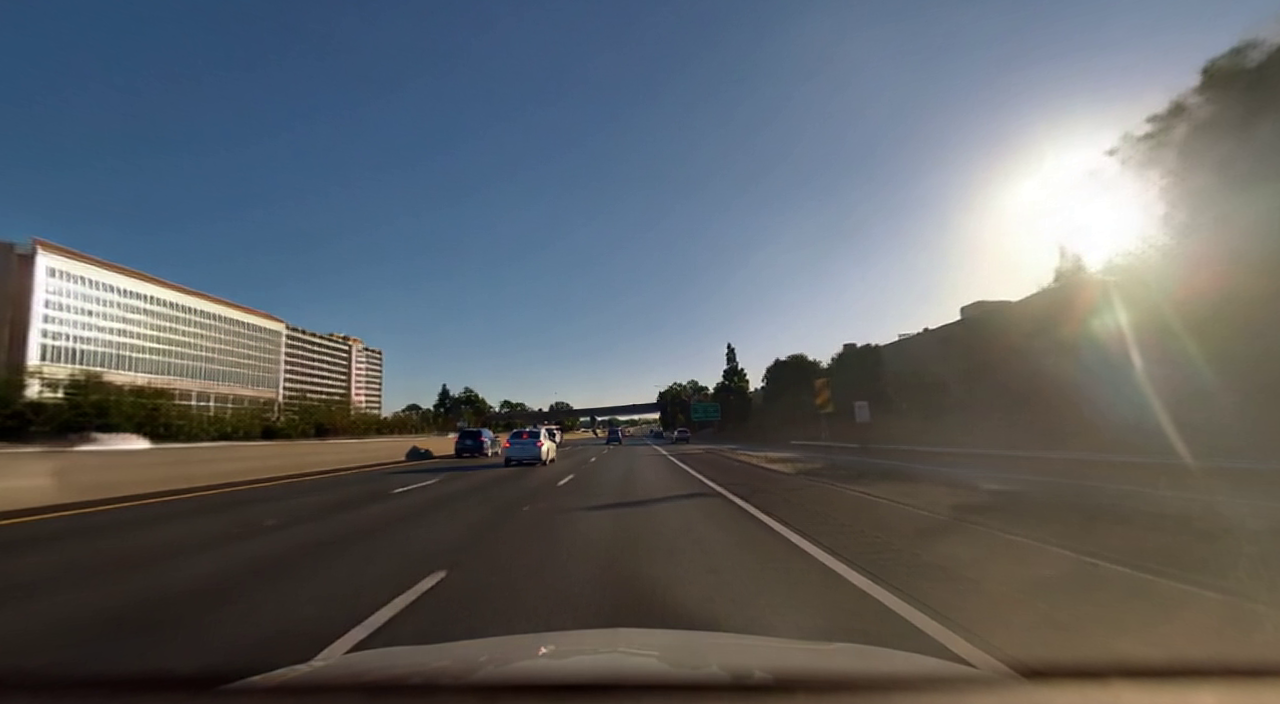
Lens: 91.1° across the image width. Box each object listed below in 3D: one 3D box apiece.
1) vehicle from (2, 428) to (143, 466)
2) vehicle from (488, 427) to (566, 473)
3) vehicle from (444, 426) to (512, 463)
[{"bbox_3d":[-24.738,4.139,27.711,1.782,1.520,4.747,0,-8,0],"label":"vehicle"},{"bbox_3d":[-3.968,3.539,22.906,1.996,1.490,4.571,0,-8,0],"label":"vehicle"},{"bbox_3d":[-7.550,4.339,29.727,1.985,1.575,4.453,0,-8,1],"label":"vehicle"}]
